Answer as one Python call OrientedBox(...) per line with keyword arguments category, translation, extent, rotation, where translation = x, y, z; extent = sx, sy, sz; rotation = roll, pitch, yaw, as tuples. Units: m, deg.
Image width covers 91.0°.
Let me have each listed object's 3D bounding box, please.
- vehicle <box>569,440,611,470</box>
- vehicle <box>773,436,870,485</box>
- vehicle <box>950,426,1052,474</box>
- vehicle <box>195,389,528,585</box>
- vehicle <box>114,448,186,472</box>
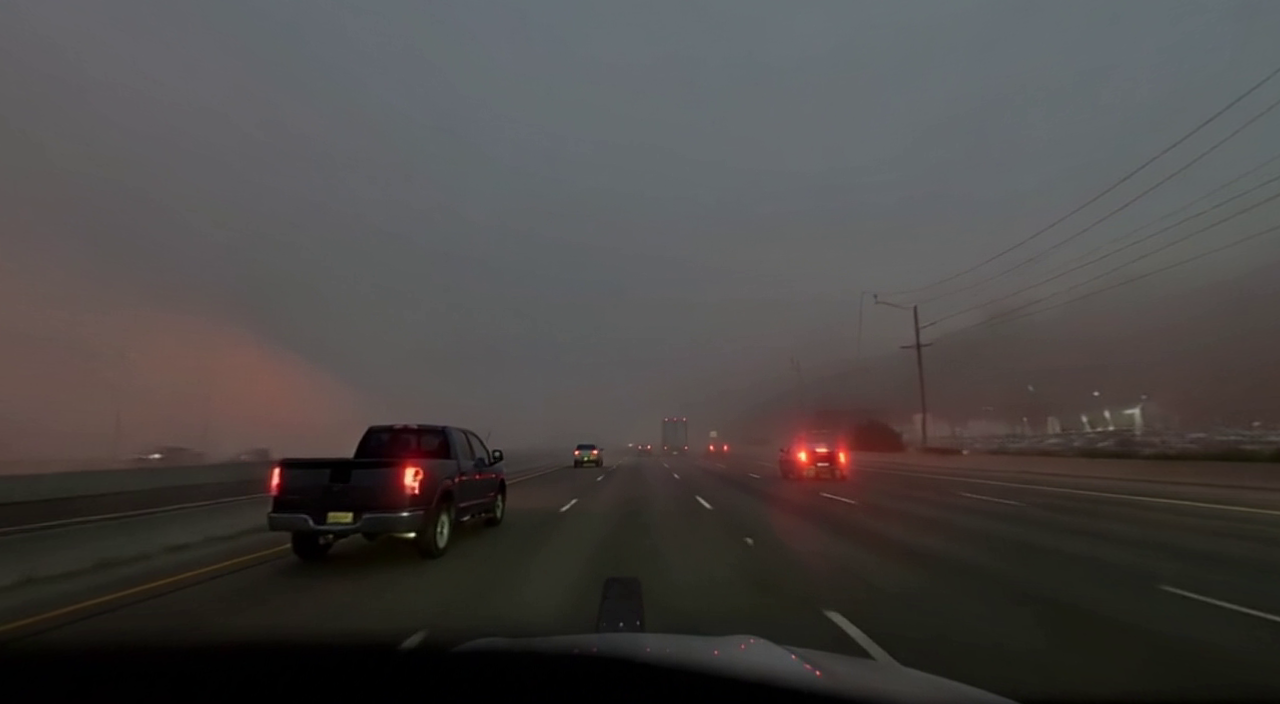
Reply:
OrientedBox(category="vehicle", translation=(-2.698, 5.689, 34.900), extent=(1.929, 1.521, 4.097), rotation=(0, -9, 1))
OrientedBox(category="vehicle", translation=(6.106, 3.722, 21.823), extent=(1.980, 1.501, 4.433), rotation=(0, -9, -1))
OrientedBox(category="vehicle", translation=(25.931, 7.148, 45.601), extent=(2.893, 3.189, 6.320), rotation=(2, -9, -8))
OrientedBox(category="vehicle", translation=(-2.988, 1.590, 8.179), extent=(2.130, 1.799, 4.583), rotation=(0, -9, 1))
OrientedBox(category="vehicle", translation=(-32.631, 7.173, 42.094), extent=(1.655, 1.481, 3.729), rotation=(0, -9, 3))
